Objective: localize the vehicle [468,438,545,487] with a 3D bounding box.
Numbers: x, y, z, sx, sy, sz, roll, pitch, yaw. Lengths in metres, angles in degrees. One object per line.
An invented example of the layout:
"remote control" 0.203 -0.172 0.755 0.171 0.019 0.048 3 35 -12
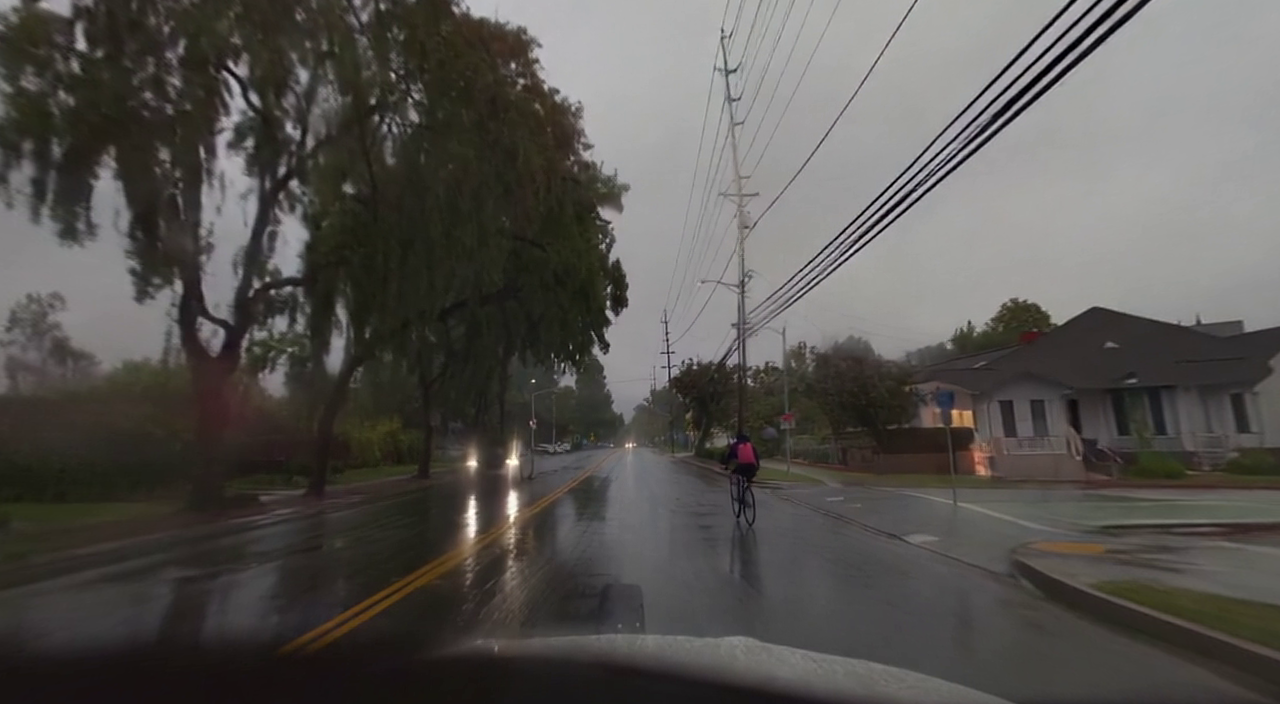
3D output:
"vehicle" -5.212 4.383 25.373 2.073 1.761 4.589 0 -8 0

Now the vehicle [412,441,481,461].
"vehicle" -15.142 7.749 49.654 4.805 1.508 1.954 0 -9 -1
